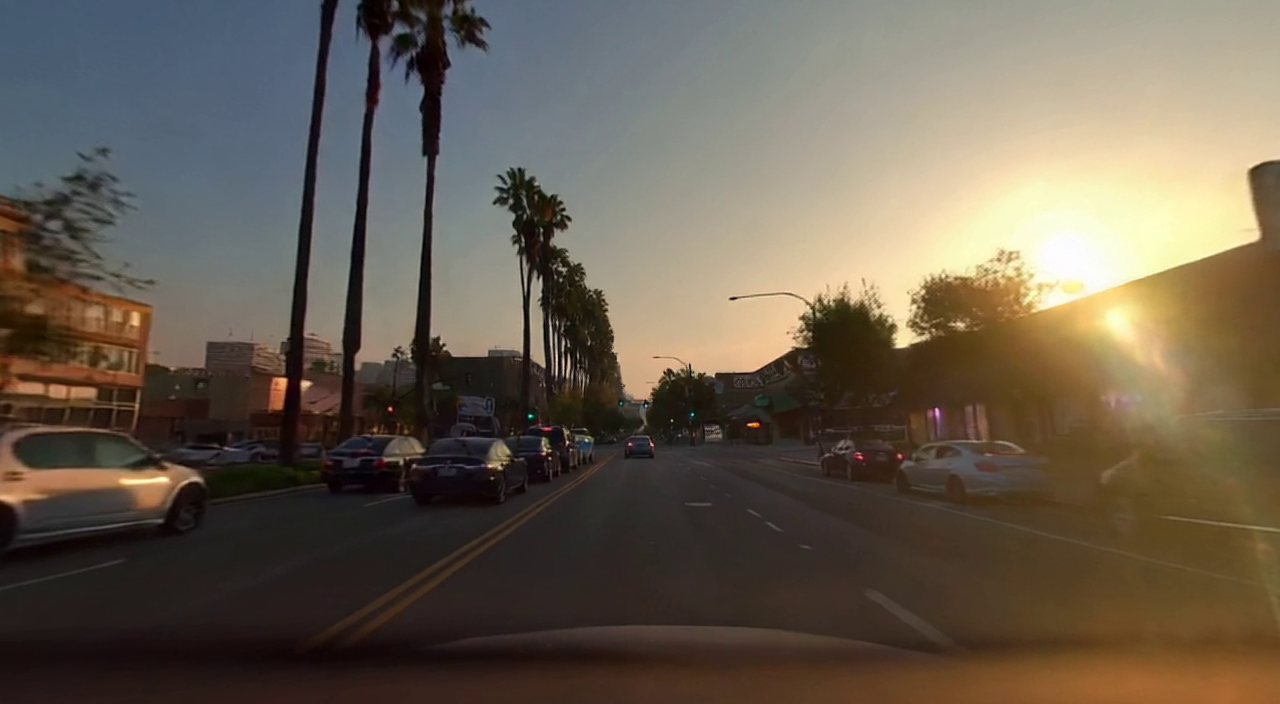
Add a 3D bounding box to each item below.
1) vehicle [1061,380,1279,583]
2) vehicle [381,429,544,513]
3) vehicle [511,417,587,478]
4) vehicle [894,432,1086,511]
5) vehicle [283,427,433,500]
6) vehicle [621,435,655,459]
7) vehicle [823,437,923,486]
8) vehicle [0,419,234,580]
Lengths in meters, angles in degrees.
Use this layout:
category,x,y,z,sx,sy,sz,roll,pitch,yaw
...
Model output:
category,x,y,z,sx,sy,sz,roll,pitch,yaw
vehicle,7.285,1.262,6.185,2.256,1.936,5.838,0,-8,0
vehicle,-3.516,2.460,13.553,2.044,1.462,4.624,0,-8,2
vehicle,-3.290,3.595,23.801,2.158,2.040,4.511,0,-8,0
vehicle,7.812,2.691,14.693,1.985,1.549,4.404,0,-8,1
vehicle,-6.631,2.653,15.389,1.668,1.525,4.168,0,-8,1
vehicle,-0.101,6.187,41.079,2.092,1.497,4.446,0,-8,1
vehicle,7.778,3.687,21.506,1.888,1.496,4.294,0,-8,2
vehicle,-7.046,1.556,7.027,2.071,1.501,4.339,0,-8,1
